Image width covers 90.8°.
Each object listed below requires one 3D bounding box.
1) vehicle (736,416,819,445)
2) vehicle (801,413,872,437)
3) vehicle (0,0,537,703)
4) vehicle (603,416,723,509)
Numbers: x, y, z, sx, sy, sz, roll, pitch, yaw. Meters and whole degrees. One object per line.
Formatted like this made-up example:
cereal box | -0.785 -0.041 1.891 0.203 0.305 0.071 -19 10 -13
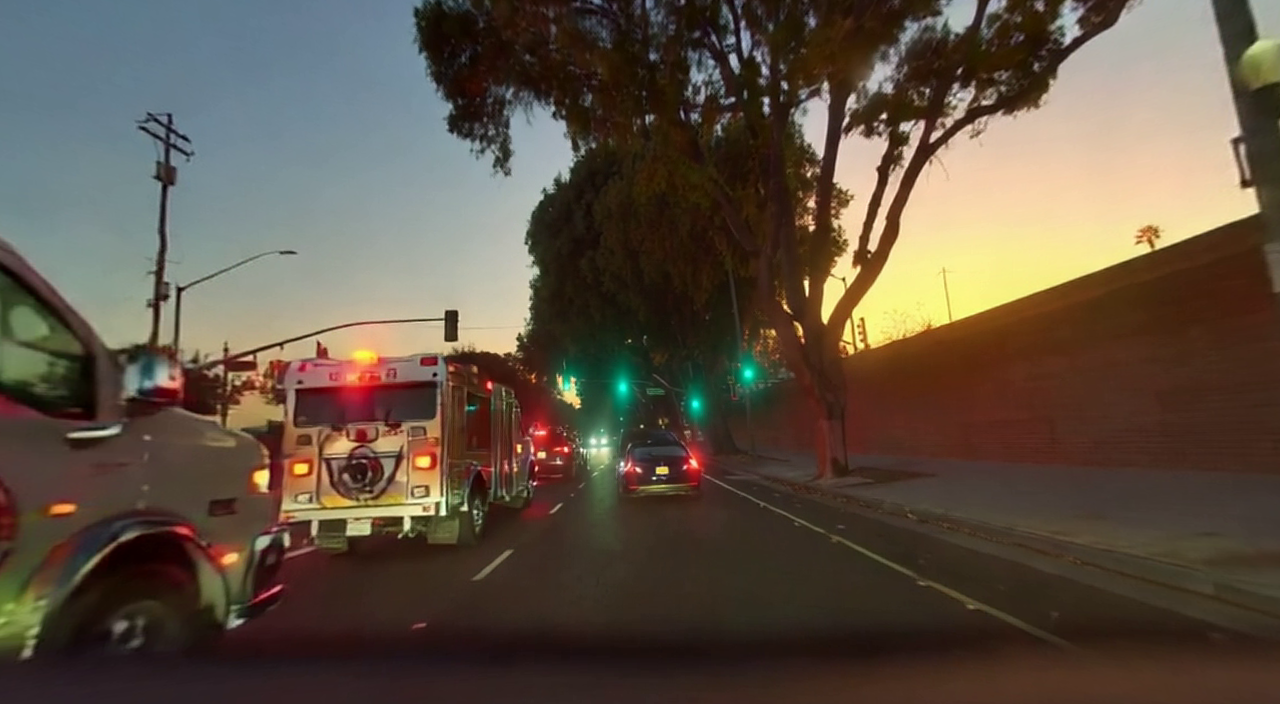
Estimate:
vehicle | 9.233 5.317 42.578 4.955 1.907 2.040 1 -8 -11
vehicle | 14.593 5.485 47.006 4.528 1.704 2.073 2 -9 -13
vehicle | -3.588 0.313 4.942 3.631 3.655 12.773 0 -8 -1
vehicle | 0.310 2.539 15.006 2.332 1.831 4.930 0 -8 -4
